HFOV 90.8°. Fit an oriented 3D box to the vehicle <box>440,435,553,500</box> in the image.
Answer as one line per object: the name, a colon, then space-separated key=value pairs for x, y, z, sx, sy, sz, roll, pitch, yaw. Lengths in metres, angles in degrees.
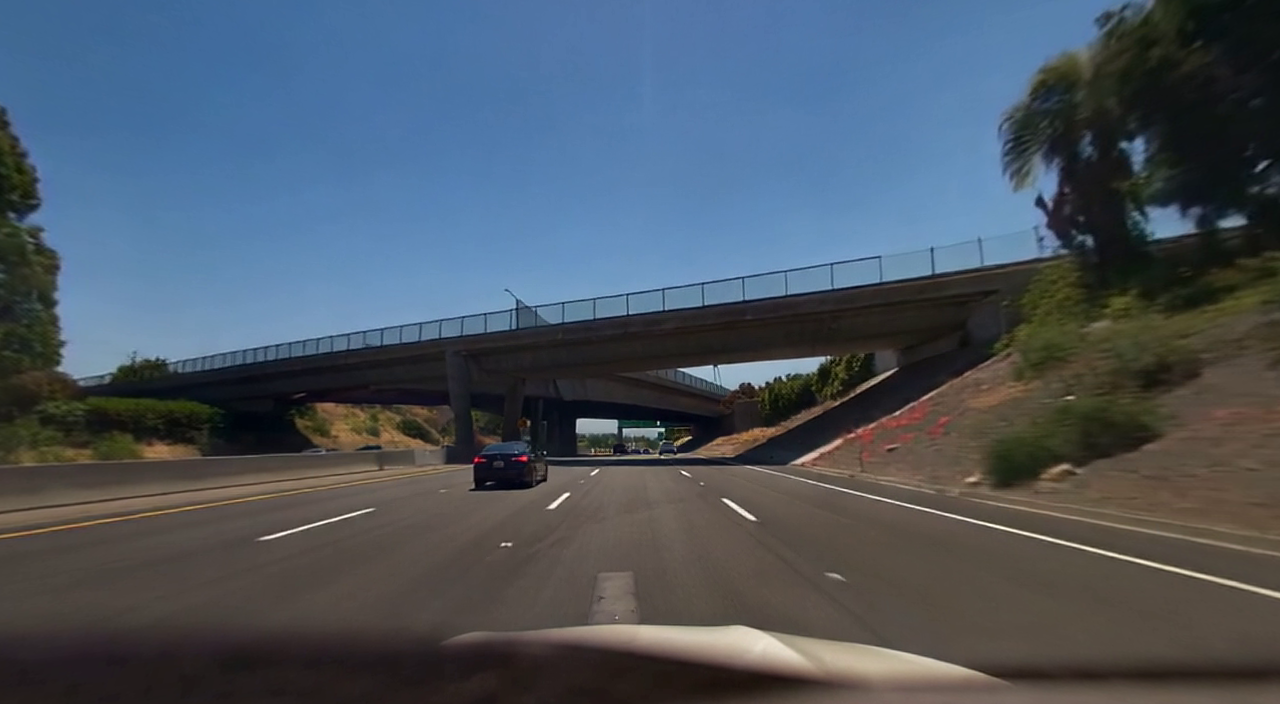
vehicle: x=-3.685 y=3.051 z=17.121 sx=2.037 sy=1.514 sz=4.335 roll=0 pitch=-8 yaw=0

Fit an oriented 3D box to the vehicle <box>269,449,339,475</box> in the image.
vehicle: x=-21.073 y=6.906 z=39.831 sx=1.826 sy=1.453 sz=4.780 roll=0 pitch=-8 yaw=-1
